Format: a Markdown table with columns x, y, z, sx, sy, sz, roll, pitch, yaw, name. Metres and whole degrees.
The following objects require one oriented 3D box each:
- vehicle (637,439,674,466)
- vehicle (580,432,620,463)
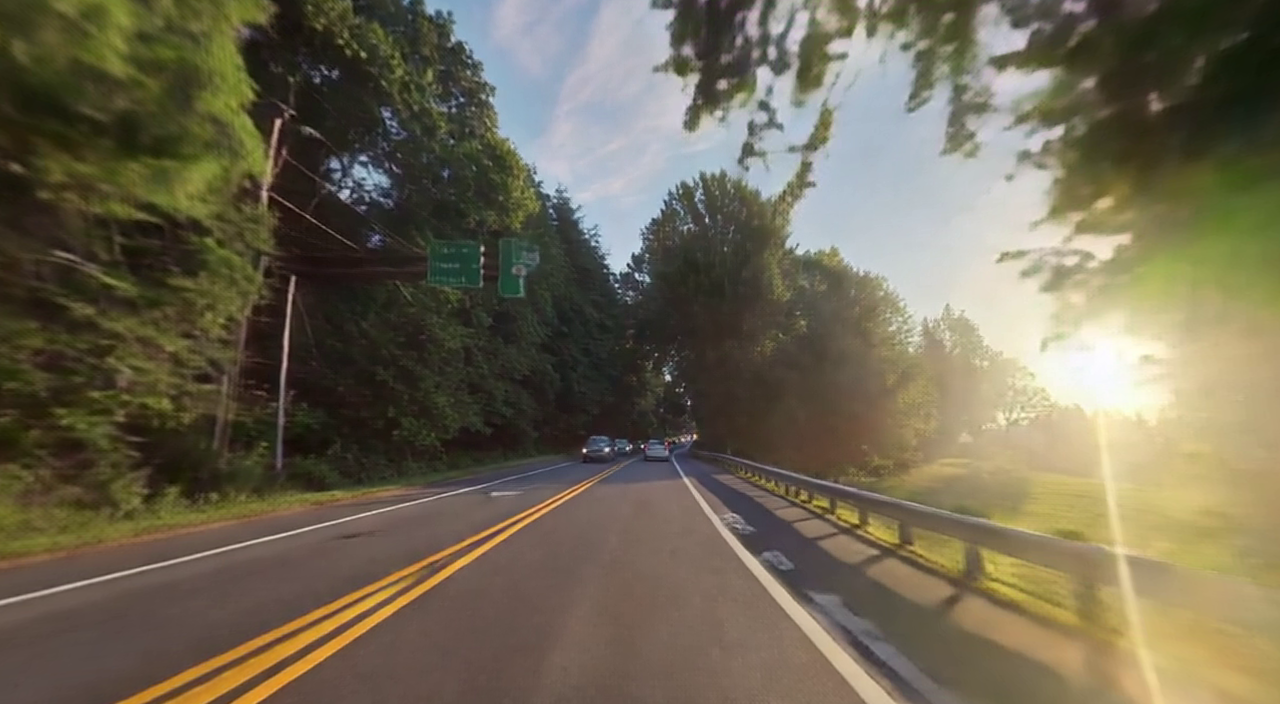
| x | y | z | sx | sy | sz | roll | pitch | yaw | name |
| --- | --- | --- | --- | --- | --- | --- | --- | --- | --- |
| 0.948 | 5.986 | 37.782 | 2.067 | 1.486 | 3.861 | -1 | -9 | 2 | vehicle |
| -3.025 | 7.373 | 48.893 | 2.479 | 2.208 | 5.780 | -1 | -9 | 3 | vehicle |
